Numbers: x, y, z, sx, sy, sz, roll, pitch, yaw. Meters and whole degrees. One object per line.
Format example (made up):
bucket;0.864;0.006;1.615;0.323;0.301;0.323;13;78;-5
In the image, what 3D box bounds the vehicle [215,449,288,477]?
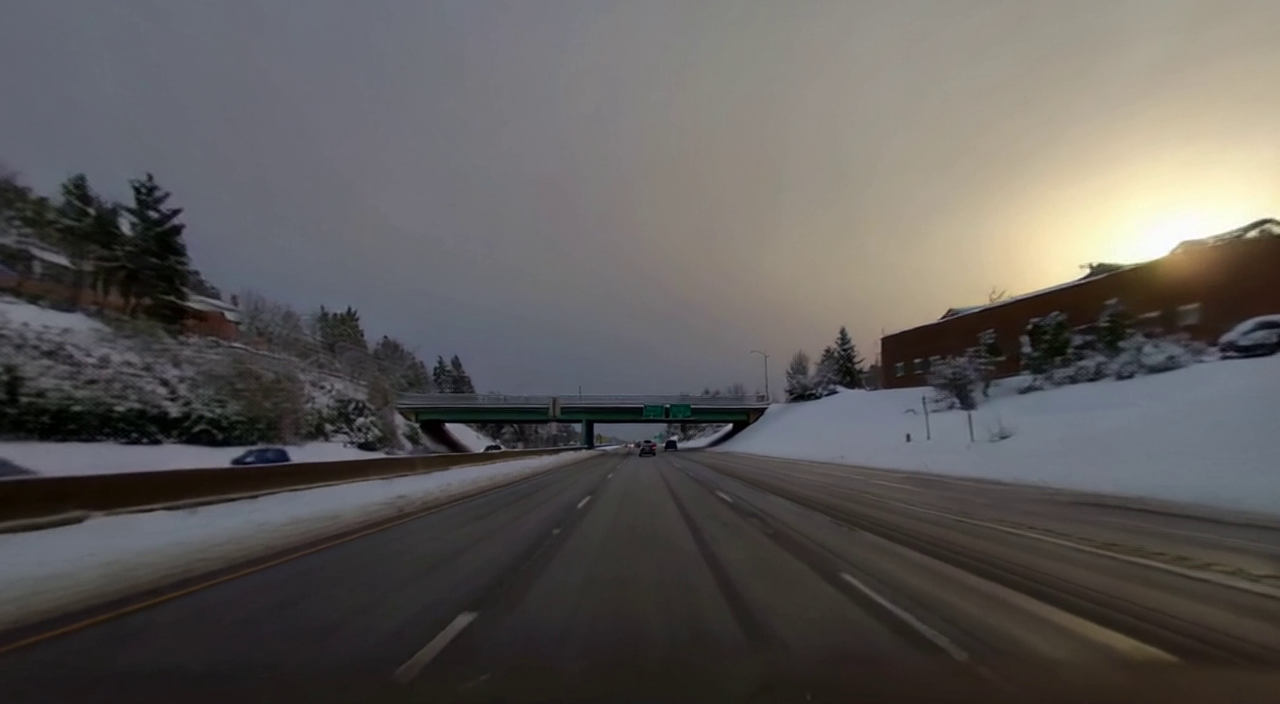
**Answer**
vehicle;-26.628;7.591;43.393;1.901;1.804;4.613;-1;-9;2
